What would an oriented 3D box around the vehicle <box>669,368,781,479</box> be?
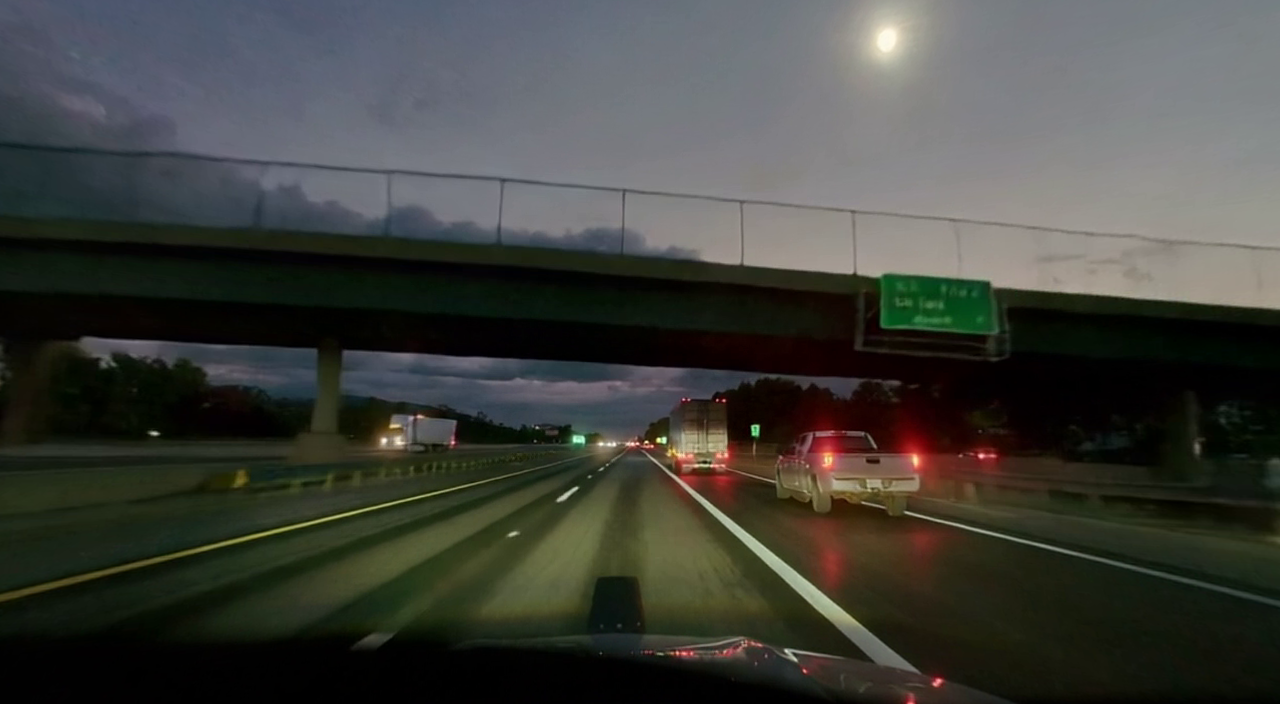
[{"bbox_3d":[3.601,3.808,31.455,3.323,4.262,14.056,0,-9,-1],"label":"vehicle"}]
